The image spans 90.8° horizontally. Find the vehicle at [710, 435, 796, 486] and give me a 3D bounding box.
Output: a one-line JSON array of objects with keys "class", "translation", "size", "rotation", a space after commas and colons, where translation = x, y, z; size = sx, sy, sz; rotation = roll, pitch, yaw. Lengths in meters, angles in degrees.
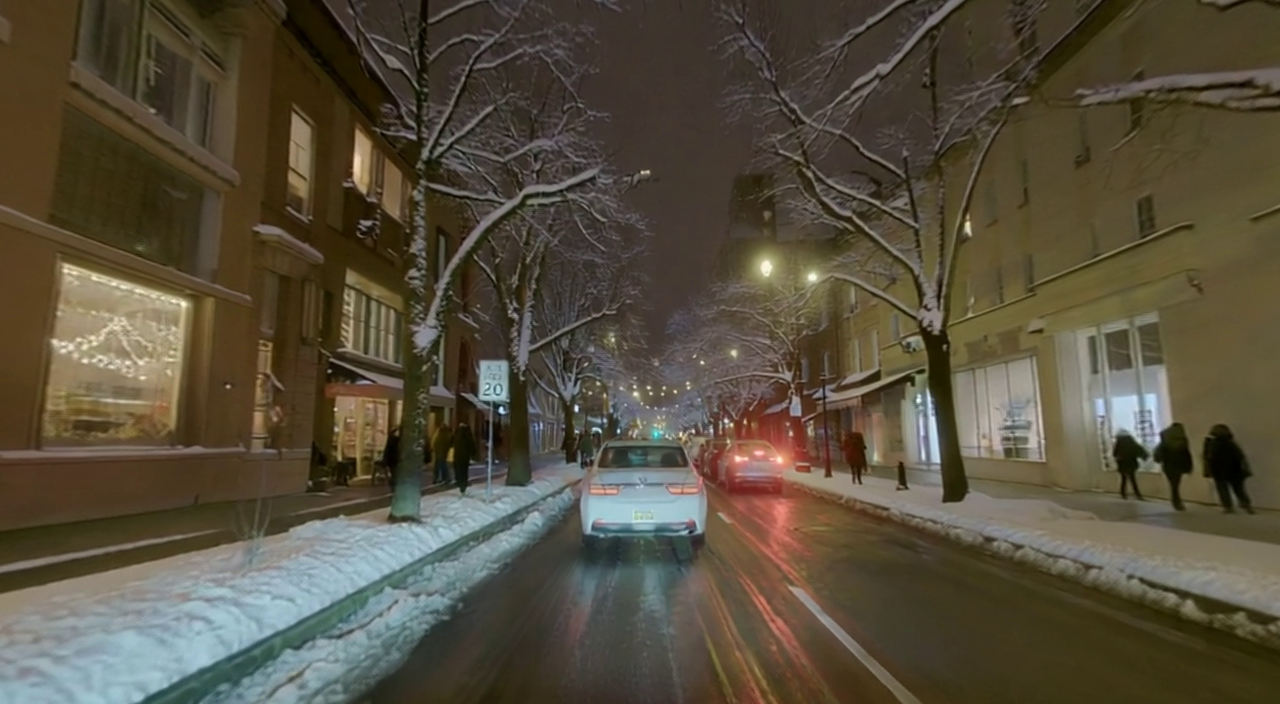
[{"class": "vehicle", "translation": [3.664, 3.617, 21.325], "size": [2.025, 1.523, 4.426], "rotation": [0, -9, -1]}]

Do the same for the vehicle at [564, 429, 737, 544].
[{"class": "vehicle", "translation": [0.108, 2.076, 10.405], "size": [2.261, 1.474, 4.130], "rotation": [0, -8, -1]}]
